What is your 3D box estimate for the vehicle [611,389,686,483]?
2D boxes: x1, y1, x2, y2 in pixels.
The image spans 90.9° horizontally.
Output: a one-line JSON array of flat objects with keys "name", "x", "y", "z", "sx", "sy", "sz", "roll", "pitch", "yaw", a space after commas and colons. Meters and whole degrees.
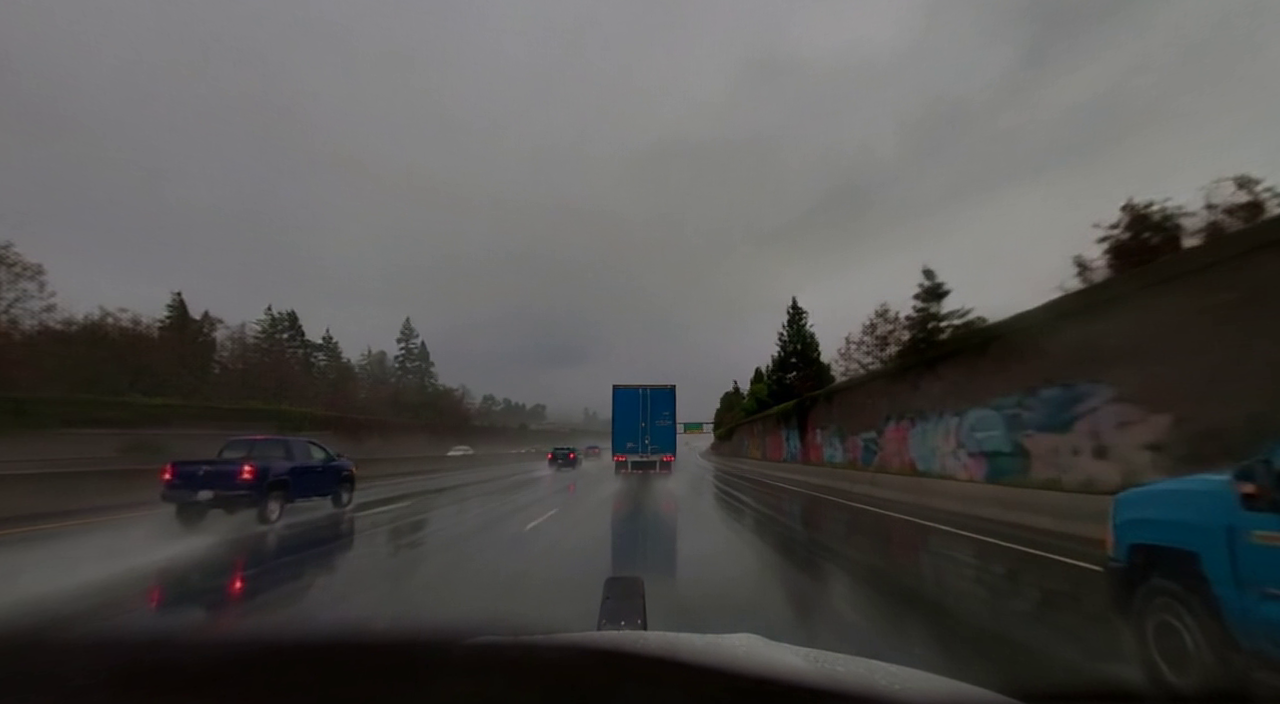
[{"name": "vehicle", "x": 0.247, "y": 4.068, "z": 29.769, "sx": 2.915, "sy": 3.661, "sz": 9.741, "roll": 0, "pitch": -9, "yaw": -1}]

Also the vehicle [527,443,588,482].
[{"name": "vehicle", "x": -3.388, "y": 4.654, "z": 26.763, "sx": 2.020, "sy": 1.505, "sz": 4.171, "roll": 0, "pitch": -9, "yaw": 0}]

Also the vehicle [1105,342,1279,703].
[{"name": "vehicle", "x": 3.660, "y": 0.596, "z": 1.157, "sx": 2.205, "sy": 1.689, "sz": 4.403, "roll": 0, "pitch": -9, "yaw": 0}]

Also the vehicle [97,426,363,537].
[{"name": "vehicle", "x": -6.938, "y": 2.221, "z": 11.332, "sx": 2.005, "sy": 1.607, "sz": 4.042, "roll": 0, "pitch": -9, "yaw": 0}]
